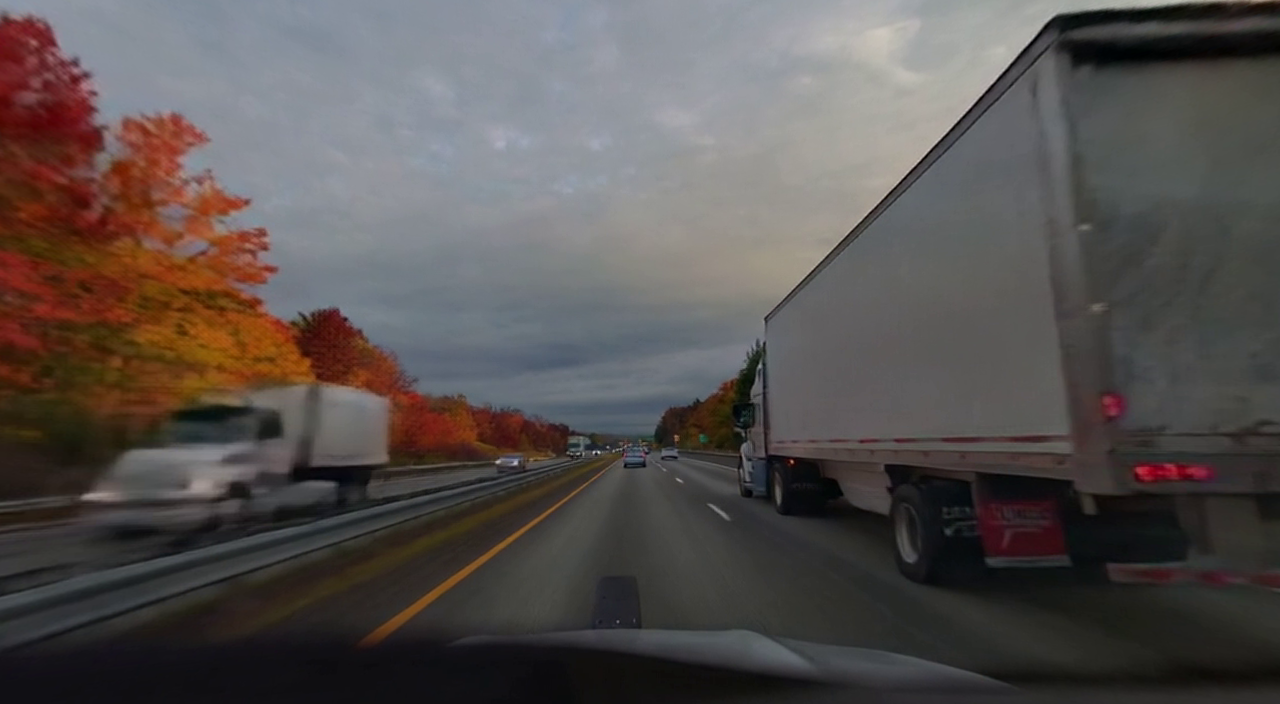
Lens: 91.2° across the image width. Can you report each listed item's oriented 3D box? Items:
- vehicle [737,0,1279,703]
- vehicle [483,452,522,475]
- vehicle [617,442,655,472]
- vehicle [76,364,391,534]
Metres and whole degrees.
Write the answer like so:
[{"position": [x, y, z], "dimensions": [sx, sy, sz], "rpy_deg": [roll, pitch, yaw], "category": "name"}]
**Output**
[{"position": [4.217, 0.729, 9.837], "dimensions": [3.068, 4.042, 13.787], "rpy_deg": [0, -9, 0], "category": "vehicle"}, {"position": [-9.603, 7.822, 44.094], "dimensions": [1.841, 1.503, 3.978], "rpy_deg": [-1, -9, 0], "category": "vehicle"}, {"position": [-0.259, 6.359, 38.194], "dimensions": [2.151, 1.693, 4.201], "rpy_deg": [0, -9, -1], "category": "vehicle"}, {"position": [-9.010, 2.374, 15.363], "dimensions": [2.775, 3.102, 7.295], "rpy_deg": [-1, -9, 0], "category": "vehicle"}]
